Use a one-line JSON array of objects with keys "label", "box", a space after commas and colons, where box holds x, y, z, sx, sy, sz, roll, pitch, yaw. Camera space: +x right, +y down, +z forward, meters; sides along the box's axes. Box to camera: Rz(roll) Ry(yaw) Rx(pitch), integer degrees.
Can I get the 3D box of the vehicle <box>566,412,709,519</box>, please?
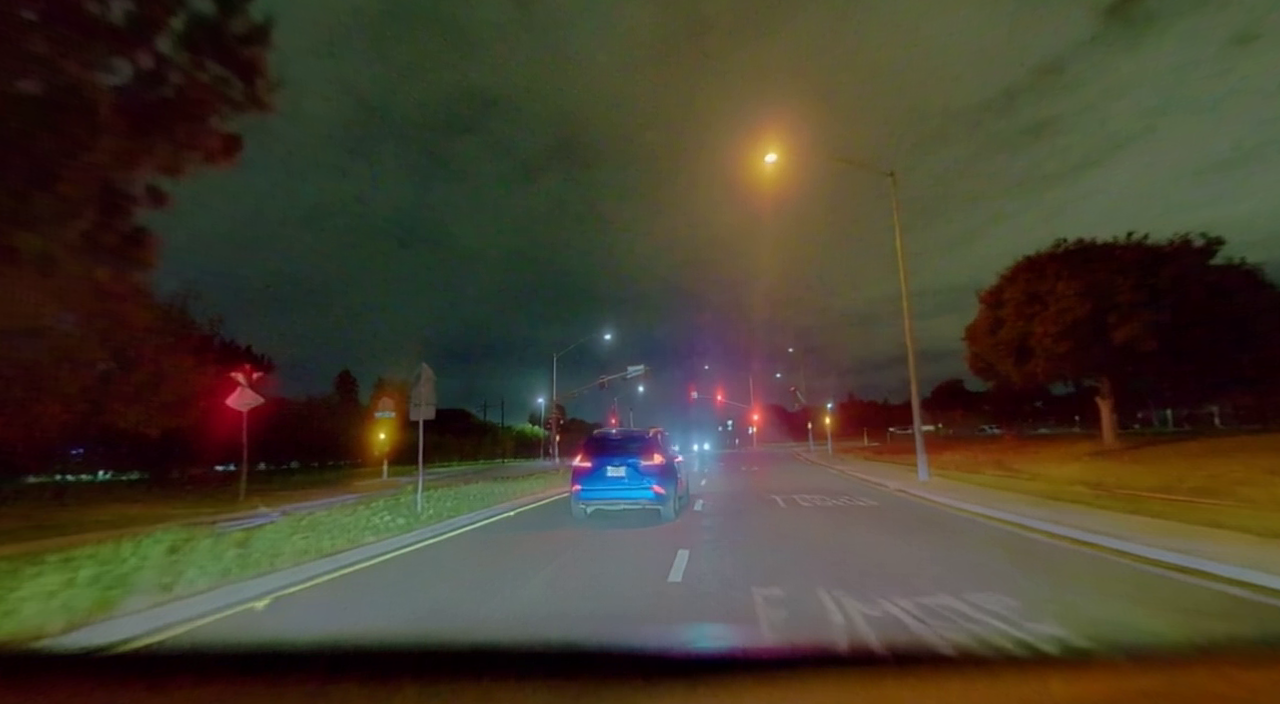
[{"label": "vehicle", "box": [0.183, 2.283, 13.148, 2.339, 1.790, 4.629, -1, -9, 7]}]
